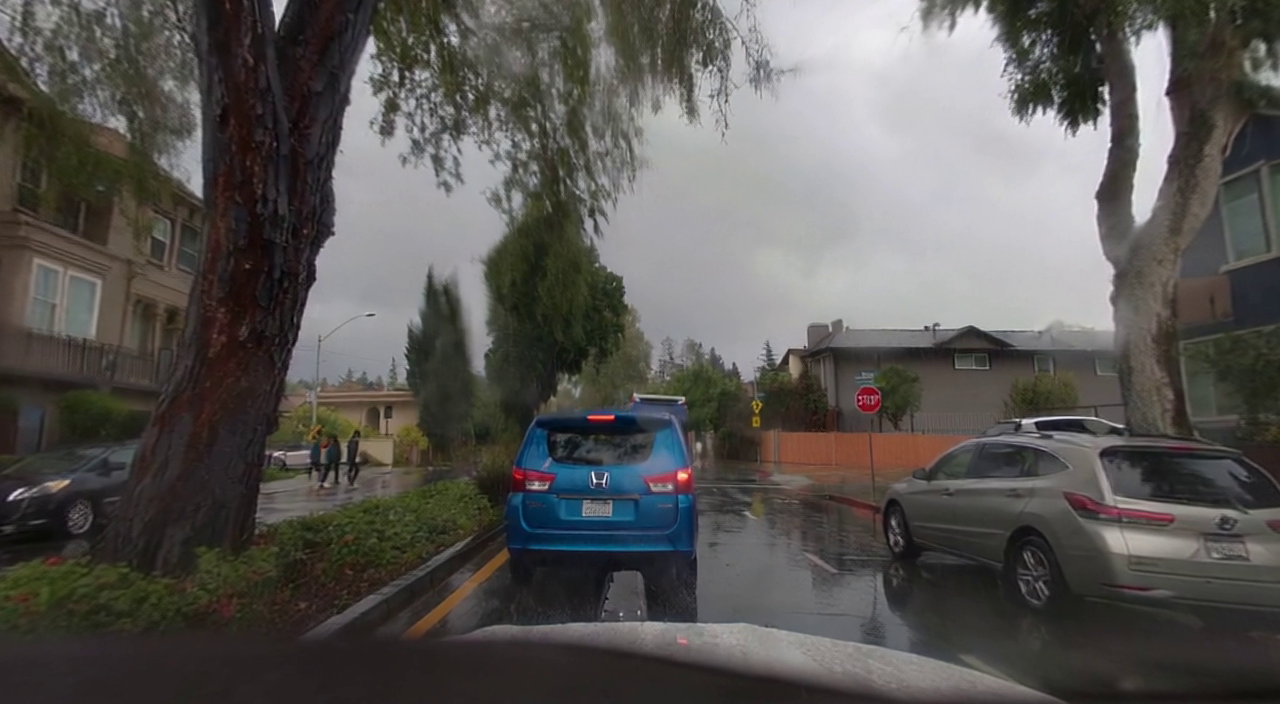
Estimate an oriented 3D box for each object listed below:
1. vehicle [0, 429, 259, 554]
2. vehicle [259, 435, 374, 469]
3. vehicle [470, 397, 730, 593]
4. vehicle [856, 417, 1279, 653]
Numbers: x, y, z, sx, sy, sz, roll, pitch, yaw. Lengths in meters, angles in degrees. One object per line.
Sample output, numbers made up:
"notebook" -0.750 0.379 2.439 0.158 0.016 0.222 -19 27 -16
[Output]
"vehicle" -8.288 2.029 10.016 1.825 1.532 4.083 -3 -7 2
"vehicle" -15.219 4.723 29.808 4.387 1.495 1.811 1 -8 -3
"vehicle" -0.386 1.657 8.180 2.377 1.787 4.652 0 -8 -1
"vehicle" 4.223 1.684 6.874 1.959 1.581 4.731 4 -9 -2
